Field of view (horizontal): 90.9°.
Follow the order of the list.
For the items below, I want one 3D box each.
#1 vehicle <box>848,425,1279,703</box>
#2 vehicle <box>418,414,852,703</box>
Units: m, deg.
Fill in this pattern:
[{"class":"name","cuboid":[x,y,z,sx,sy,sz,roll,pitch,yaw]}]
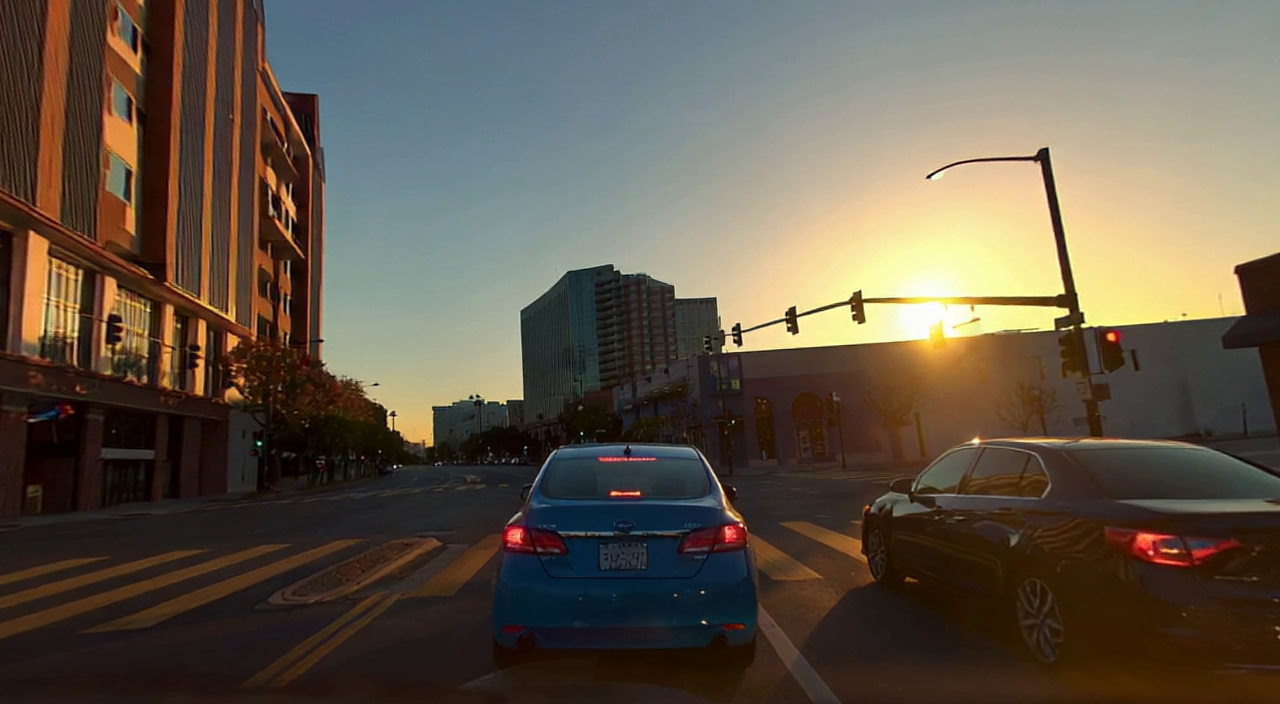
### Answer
[{"class":"vehicle","cuboid":[3.354,1.375,5.081,1.860,1.430,4.089,0,-8,-1]},{"class":"vehicle","cuboid":[-0.054,1.349,5.149,2.094,1.481,4.078,0,-8,-1]}]
